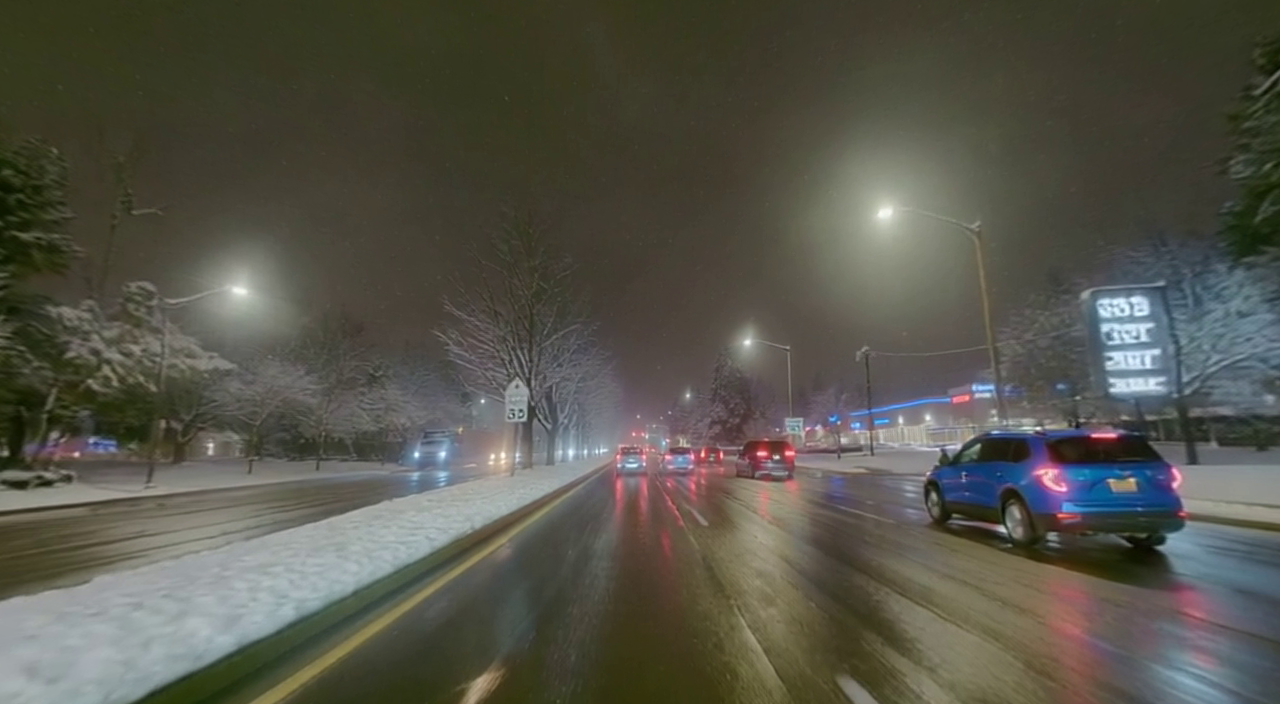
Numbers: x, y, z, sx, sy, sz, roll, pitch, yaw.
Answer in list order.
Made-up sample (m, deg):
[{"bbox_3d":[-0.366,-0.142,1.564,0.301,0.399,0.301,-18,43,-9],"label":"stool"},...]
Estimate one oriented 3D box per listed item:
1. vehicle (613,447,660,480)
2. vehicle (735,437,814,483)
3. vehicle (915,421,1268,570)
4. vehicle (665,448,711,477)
[{"bbox_3d":[-0.176,5.137,29.409,2.056,1.440,3.798,0,-9,-1],"label":"vehicle"},{"bbox_3d":[5.645,4.607,27.201,2.140,1.811,4.593,0,-9,-3],"label":"vehicle"},{"bbox_3d":[5.981,1.922,9.230,1.949,1.647,4.261,0,-9,0],"label":"vehicle"},{"bbox_3d":[2.416,5.646,32.570,1.970,1.402,3.756,0,-9,-2],"label":"vehicle"}]
